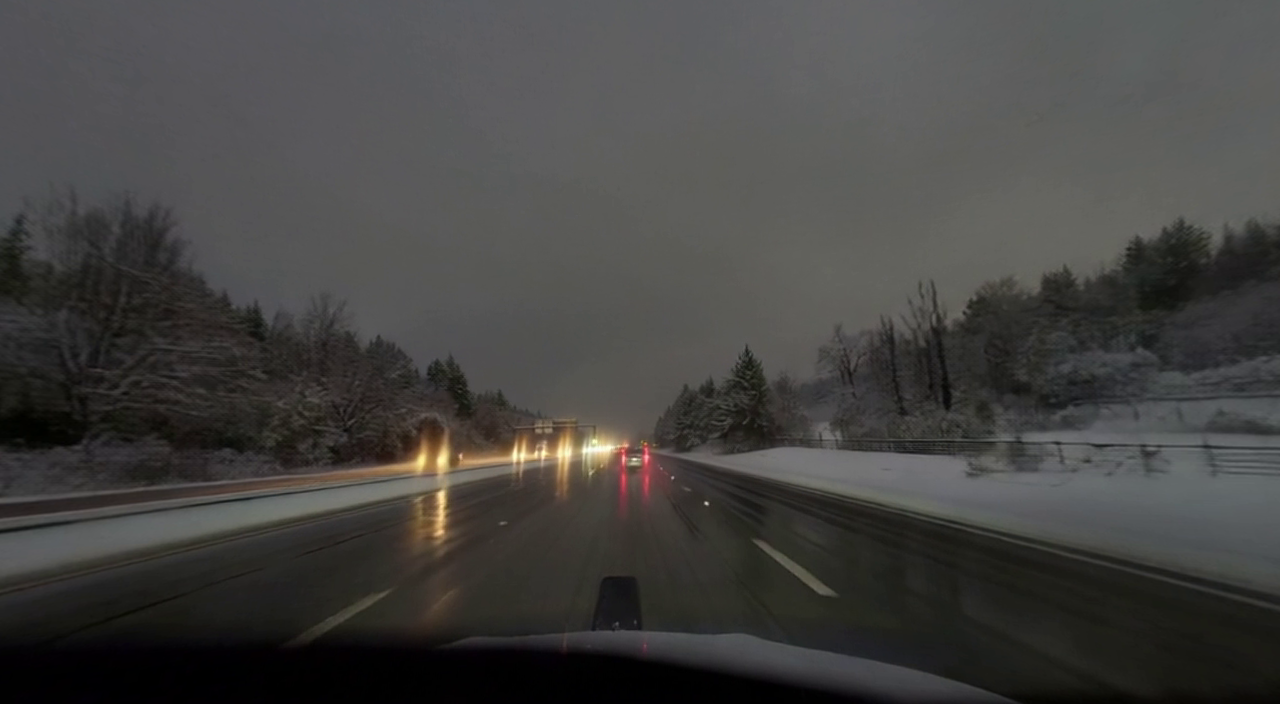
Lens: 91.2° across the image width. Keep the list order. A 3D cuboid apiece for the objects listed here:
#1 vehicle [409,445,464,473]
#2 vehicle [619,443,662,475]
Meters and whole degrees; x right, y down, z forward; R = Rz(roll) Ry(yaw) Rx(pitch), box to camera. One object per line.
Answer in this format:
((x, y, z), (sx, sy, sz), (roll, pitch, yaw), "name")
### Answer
((-13.648, 7.183, 42.283), (2.074, 1.695, 4.789), (0, -9, 0), "vehicle")
((-0.004, 5.556, 32.652), (2.095, 1.537, 4.017), (0, -9, -1), "vehicle")
